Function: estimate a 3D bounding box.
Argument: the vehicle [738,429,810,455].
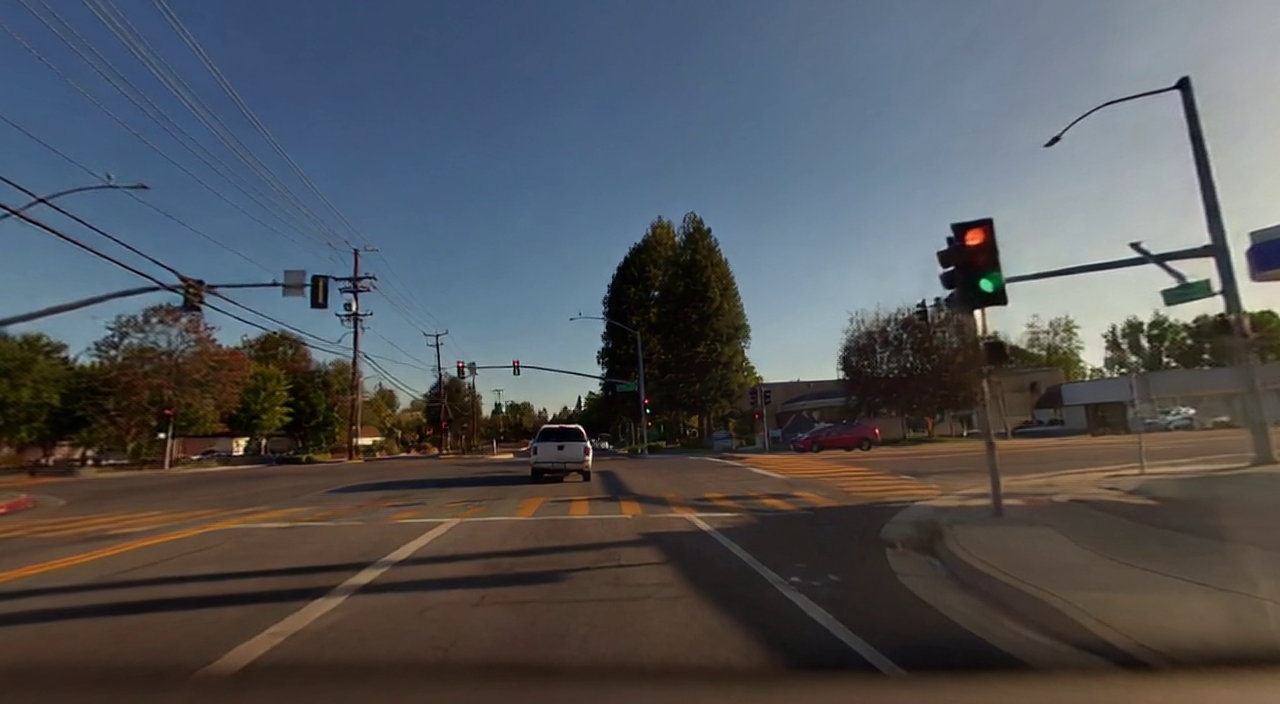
[{"bbox_3d":[7.976,5.418,37.715,3.990,1.548,1.780,-1,-8,5],"label":"vehicle"}]

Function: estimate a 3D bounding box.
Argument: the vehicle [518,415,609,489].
[{"bbox_3d":[-2.118,2.910,18.536,2.300,1.868,4.690,1,-8,-4],"label":"vehicle"}]

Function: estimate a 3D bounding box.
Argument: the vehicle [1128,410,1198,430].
[{"bbox_3d":[39.446,5.153,47.389,3.805,1.451,1.641,0,-8,-3],"label":"vehicle"}]

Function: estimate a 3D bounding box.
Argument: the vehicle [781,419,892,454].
[{"bbox_3d":[10.254,4.432,32.984,5.149,1.725,1.964,0,-8,-4],"label":"vehicle"}]
